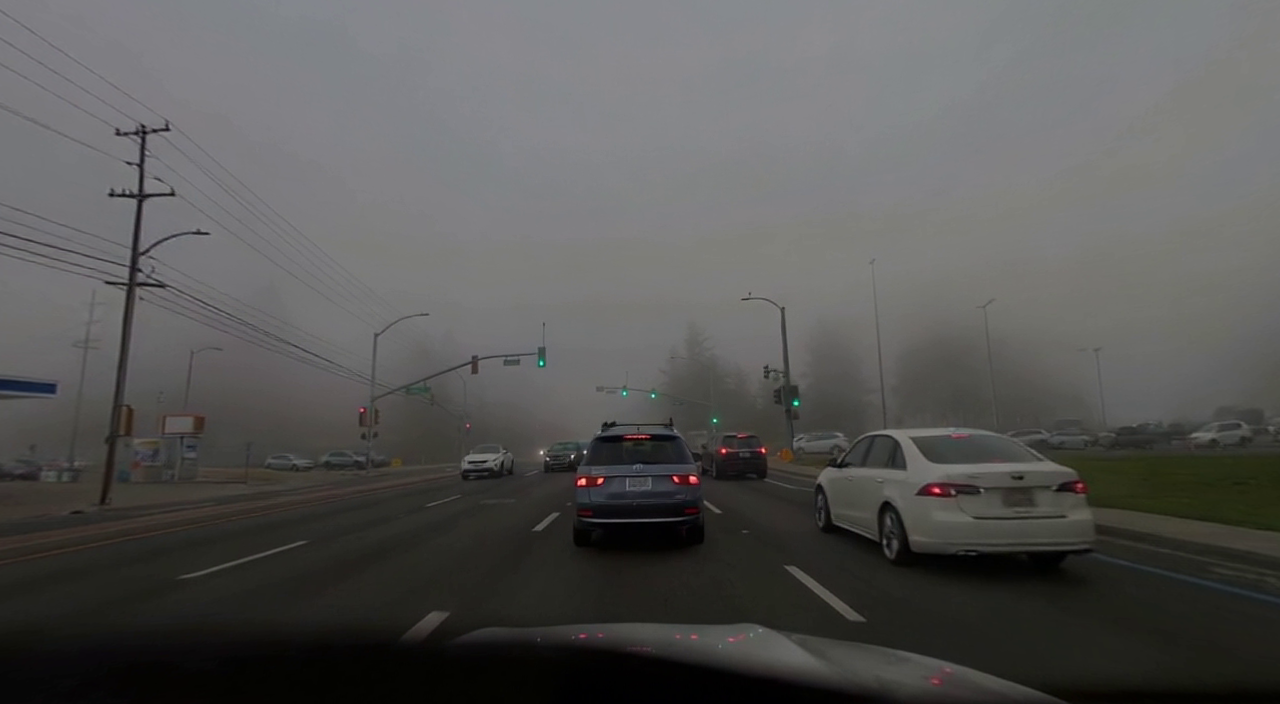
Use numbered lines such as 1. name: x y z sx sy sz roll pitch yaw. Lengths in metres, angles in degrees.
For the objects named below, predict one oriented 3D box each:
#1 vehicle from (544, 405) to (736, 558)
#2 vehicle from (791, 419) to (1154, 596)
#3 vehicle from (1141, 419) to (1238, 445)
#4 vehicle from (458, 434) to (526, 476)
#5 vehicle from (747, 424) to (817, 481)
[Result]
1. vehicle: -0.061 1.746 9.158 2.164 1.718 3.881 0 -8 -2
2. vehicle: 3.347 1.632 7.575 1.904 1.472 4.358 0 -8 -1
3. vehicle: 39.747 5.846 45.812 4.834 1.808 2.006 -2 -8 10
4. vehicle: -6.421 4.534 27.969 1.994 1.695 4.471 0 -8 -1
5. vehicle: 4.980 3.584 22.770 2.116 1.791 5.006 -1 -8 9
